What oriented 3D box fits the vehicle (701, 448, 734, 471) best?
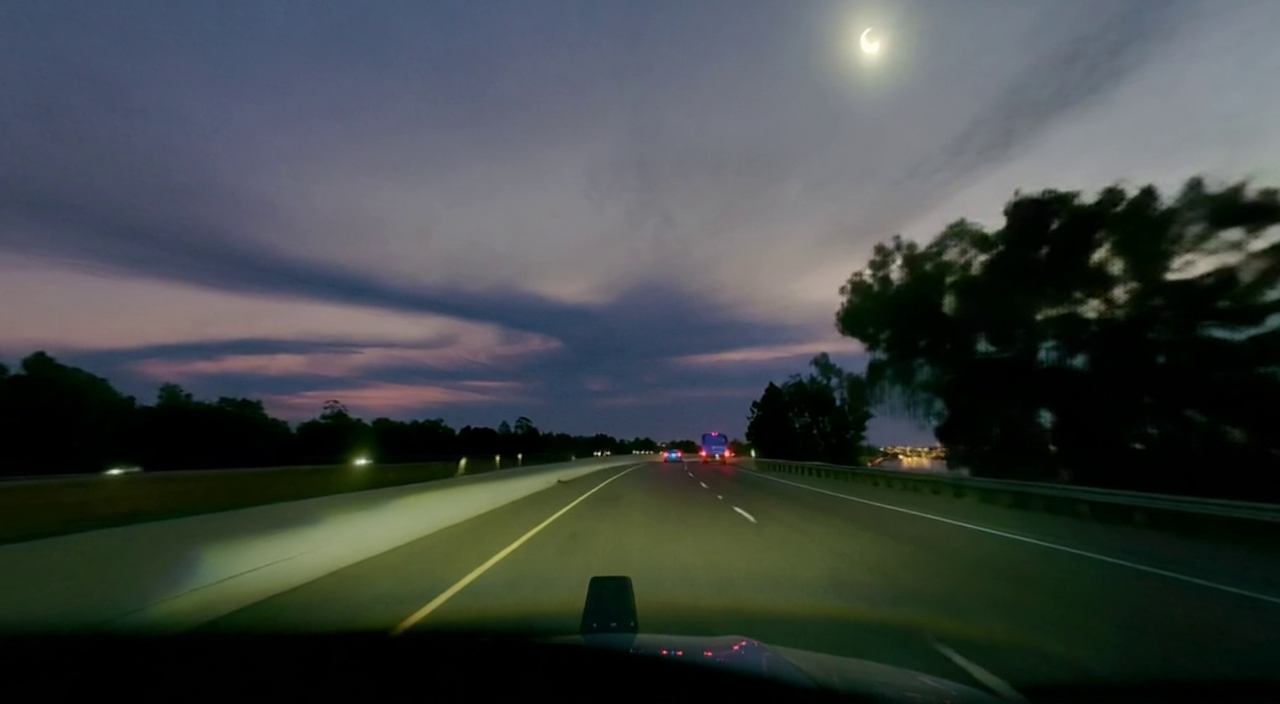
[{"bbox_3d":[5.487,7.647,44.994,2.030,1.526,4.165,0,-9,3],"label":"vehicle"}]
